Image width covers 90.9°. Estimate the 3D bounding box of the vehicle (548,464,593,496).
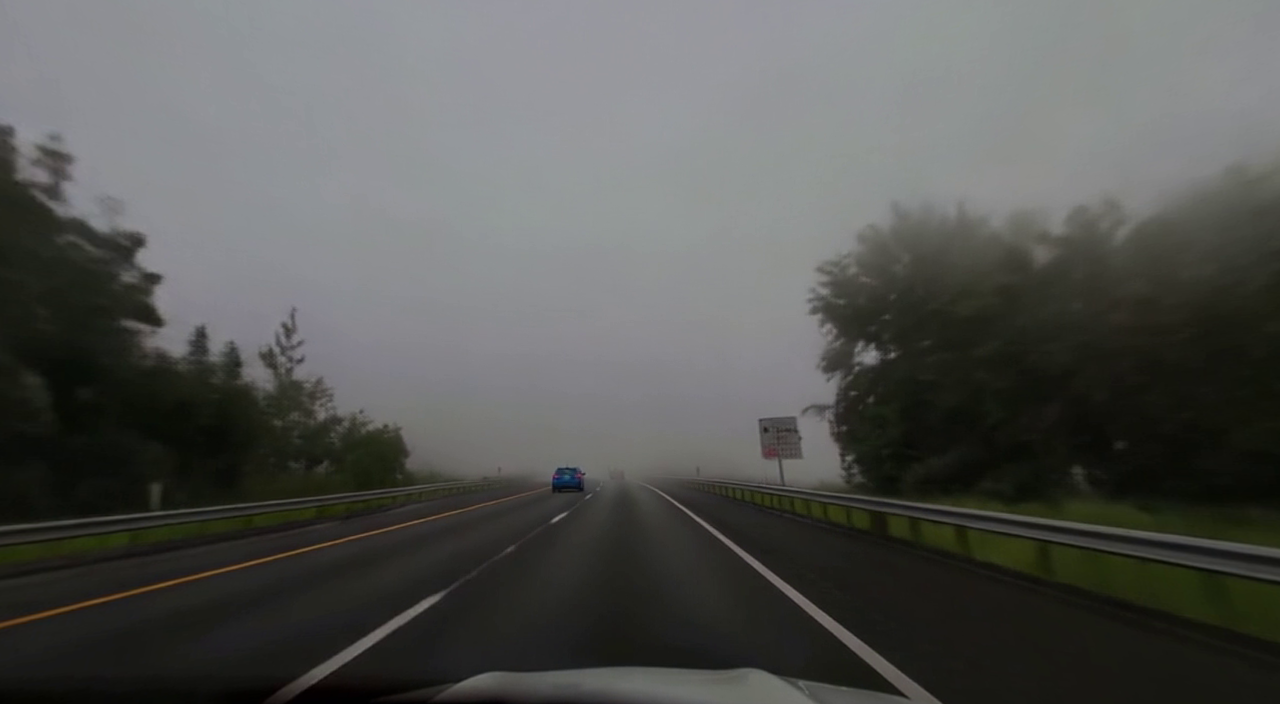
[{"bbox_3d":[-3.652,6.863,33.915,1.967,1.556,4.364,1,-10,-1],"label":"vehicle"}]
